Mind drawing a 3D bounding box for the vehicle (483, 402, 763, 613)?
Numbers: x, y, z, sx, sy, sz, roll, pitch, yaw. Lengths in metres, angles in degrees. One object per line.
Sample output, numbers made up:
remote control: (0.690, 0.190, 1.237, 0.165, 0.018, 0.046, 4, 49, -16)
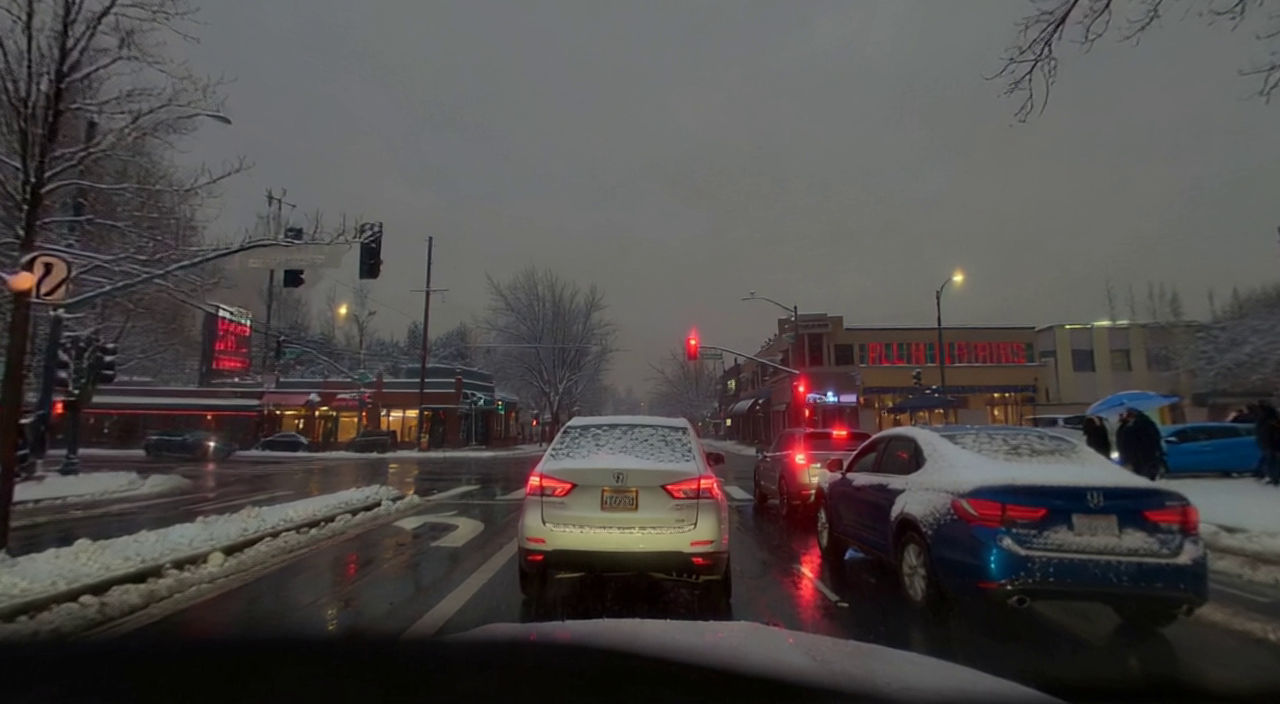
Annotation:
vehicle: (-0.124, 1.533, 7.233, 2.123, 1.589, 4.702, 0, -8, 0)

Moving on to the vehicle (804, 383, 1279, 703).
vehicle: (3.039, 1.306, 5.441, 1.983, 1.654, 4.354, 0, -8, -1)

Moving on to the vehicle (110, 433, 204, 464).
vehicle: (-26.268, 5.248, 34.382, 4.253, 1.570, 2.132, -4, -9, 23)
